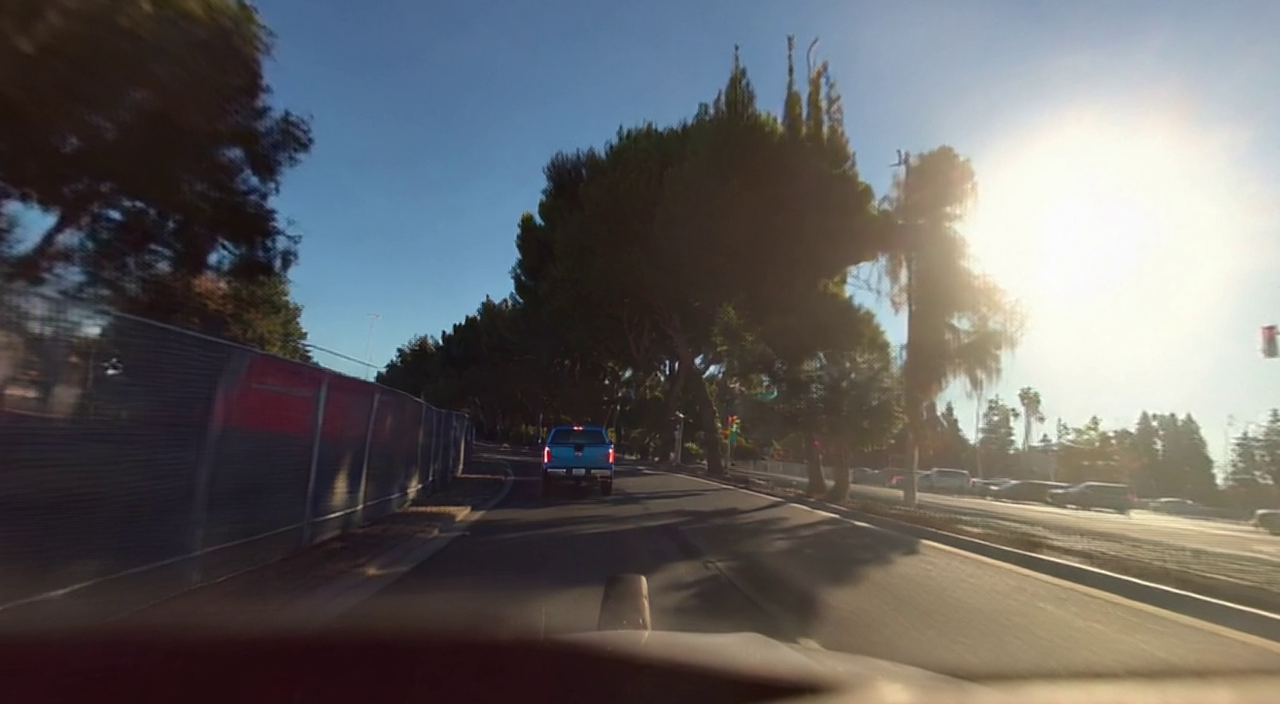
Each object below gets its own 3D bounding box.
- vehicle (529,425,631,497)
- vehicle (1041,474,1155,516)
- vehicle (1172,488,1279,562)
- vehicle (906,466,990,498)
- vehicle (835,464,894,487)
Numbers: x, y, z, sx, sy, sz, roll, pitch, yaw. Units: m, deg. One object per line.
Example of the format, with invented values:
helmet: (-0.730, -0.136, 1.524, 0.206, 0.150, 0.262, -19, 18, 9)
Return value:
vehicle: (-1.672, 2.983, 17.816, 2.436, 1.698, 5.322, 1, -8, -5)
vehicle: (22.500, 7.008, 31.230, 1.841, 1.673, 4.470, 1, -8, -8)
vehicle: (14.921, 3.952, 14.257, 1.862, 1.387, 4.168, 1, -8, -7)
vehicle: (17.539, 7.411, 36.185, 1.884, 1.622, 4.485, 3, -10, -13)
vehicle: (15.874, 8.778, 44.870, 1.808, 1.467, 4.360, 3, -10, -14)
